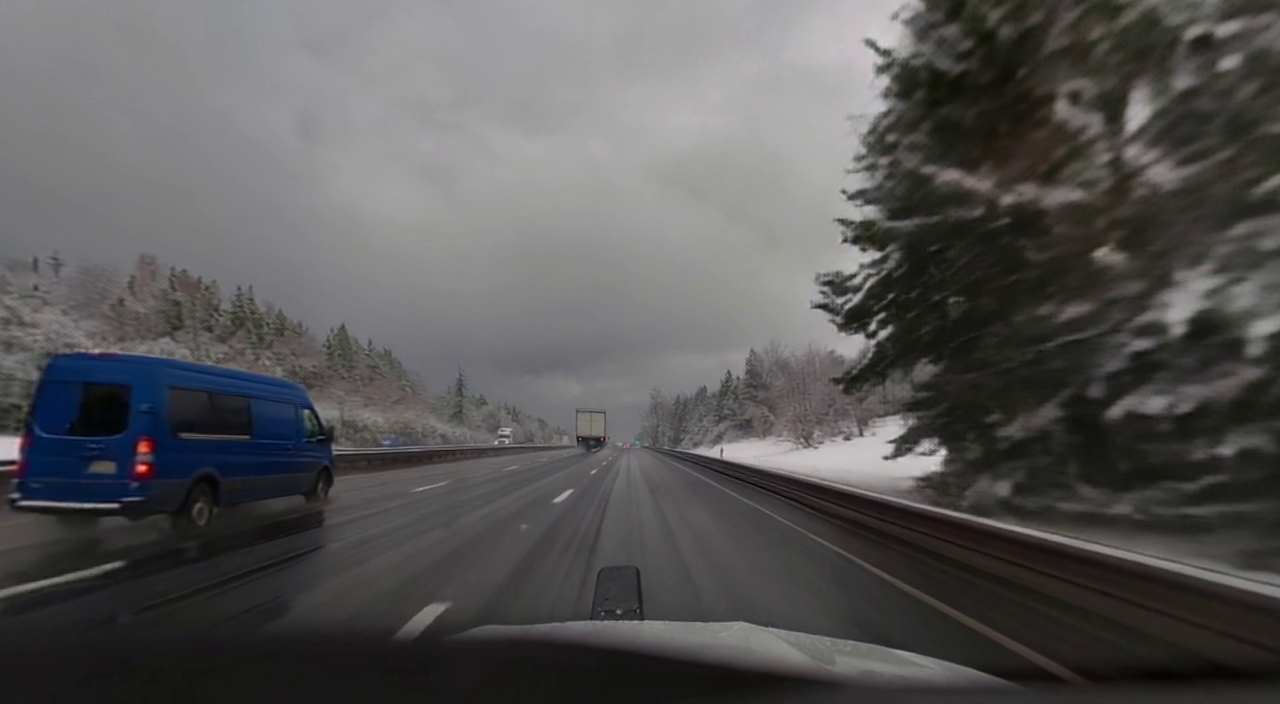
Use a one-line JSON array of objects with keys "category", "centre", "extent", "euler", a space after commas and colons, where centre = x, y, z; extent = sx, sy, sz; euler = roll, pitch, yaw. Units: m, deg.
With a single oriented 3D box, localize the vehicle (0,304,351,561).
[{"category": "vehicle", "centre": [-7.499, 1.301, 10.256], "extent": [2.396, 2.763, 6.935], "euler": [0, -8, -1]}]
